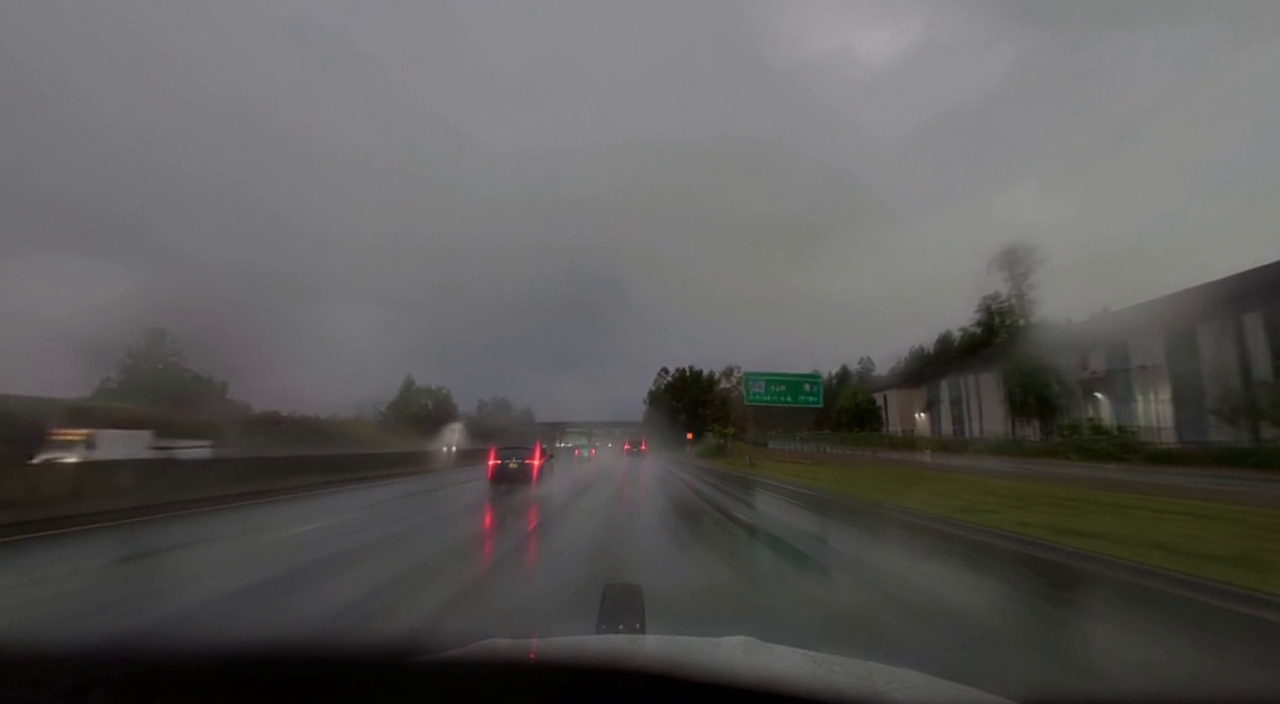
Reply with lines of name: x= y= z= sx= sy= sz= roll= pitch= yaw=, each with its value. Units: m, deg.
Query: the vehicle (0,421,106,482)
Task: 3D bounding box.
vehicle: x=-39.586 y=6.633 z=42.191 sx=3.158 sy=3.804 sz=5.041 roll=0 pitch=-9 yaw=-1

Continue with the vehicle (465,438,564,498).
vehicle: x=-3.345 y=3.192 z=17.729 sx=1.920 sy=1.463 sz=4.134 roll=0 pitch=-8 yaw=0
